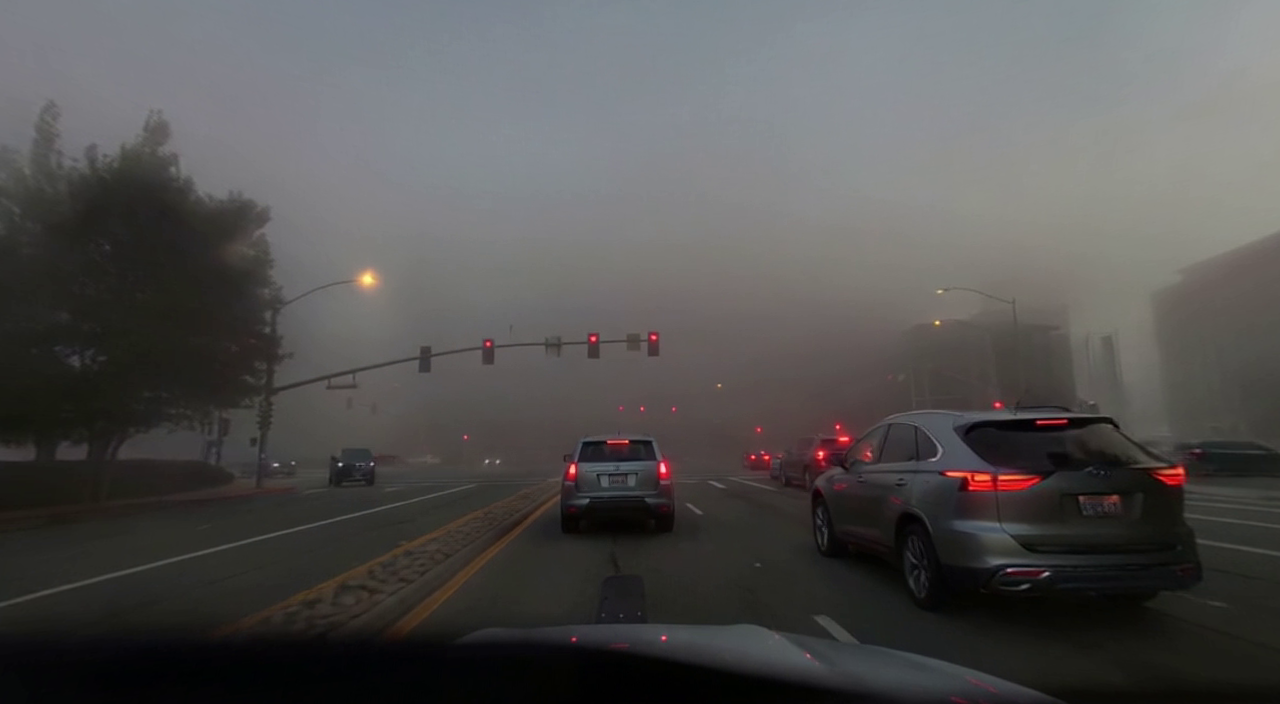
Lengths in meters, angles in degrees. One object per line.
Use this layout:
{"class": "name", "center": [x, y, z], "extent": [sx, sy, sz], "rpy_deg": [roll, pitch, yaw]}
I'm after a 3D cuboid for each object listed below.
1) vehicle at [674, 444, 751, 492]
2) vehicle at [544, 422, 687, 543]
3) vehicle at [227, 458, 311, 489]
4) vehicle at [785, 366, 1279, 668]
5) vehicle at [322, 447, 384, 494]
{"class": "vehicle", "center": [2.378, 3.927, 21.838], "extent": [1.900, 1.459, 4.260], "rpy_deg": [0, -9, -3]}
{"class": "vehicle", "center": [-0.388, 2.172, 11.151], "extent": [2.039, 1.698, 4.144], "rpy_deg": [0, -9, -1]}
{"class": "vehicle", "center": [-23.901, 7.792, 40.690], "extent": [4.802, 1.771, 2.060], "rpy_deg": [-4, -9, 22]}
{"class": "vehicle", "center": [3.096, 1.305, 6.064], "extent": [2.228, 1.798, 4.370], "rpy_deg": [0, -9, -2]}
{"class": "vehicle", "center": [-13.540, 5.475, 29.672], "extent": [2.354, 1.949, 4.905], "rpy_deg": [4, -9, -25]}
